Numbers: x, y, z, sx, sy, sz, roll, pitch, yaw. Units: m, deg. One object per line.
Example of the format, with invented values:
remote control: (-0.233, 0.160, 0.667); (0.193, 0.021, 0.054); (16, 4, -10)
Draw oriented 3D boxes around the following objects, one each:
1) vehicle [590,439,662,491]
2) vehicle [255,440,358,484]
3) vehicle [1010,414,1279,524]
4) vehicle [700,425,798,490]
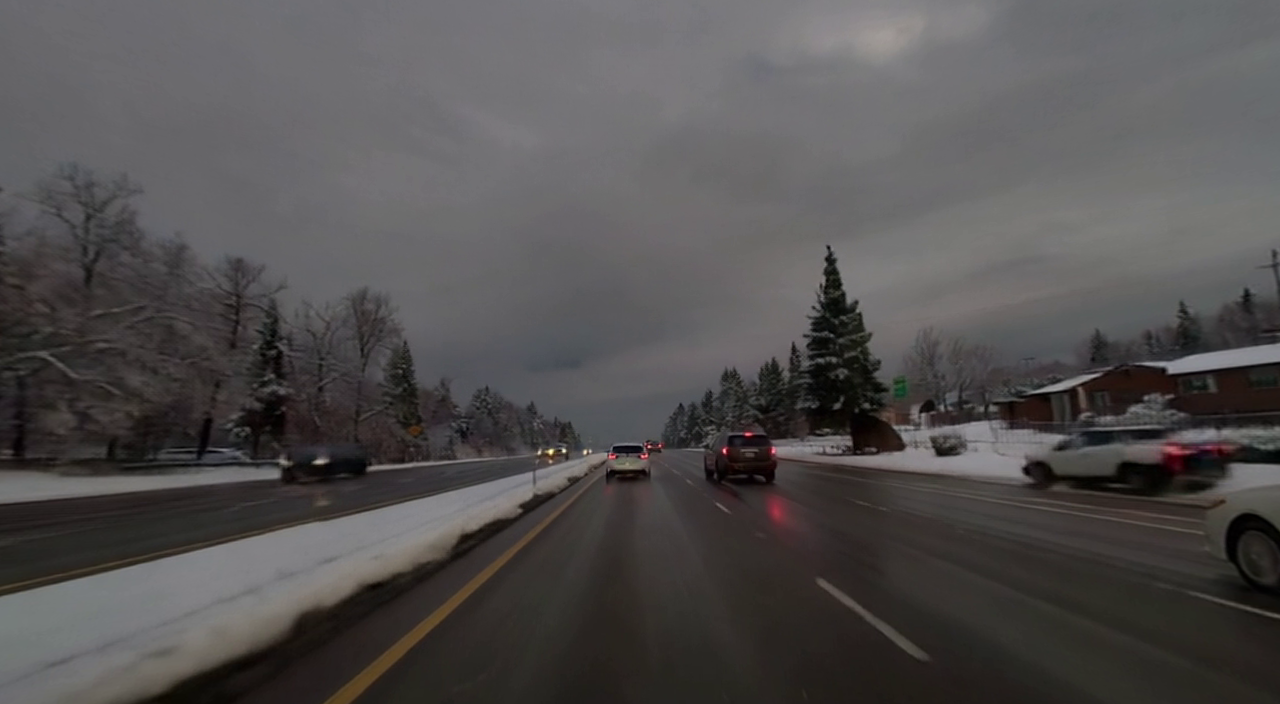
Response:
vehicle: (-0.396, 3.453, 19.707); (2.040, 1.451, 3.736); (0, -8, 0)
vehicle: (-14.194, 4.673, 27.230); (1.971, 1.718, 4.408); (0, -8, 1)
vehicle: (11.355, 2.491, 14.103); (2.533, 1.900, 6.143); (0, -8, 1)
vehicle: (3.333, 3.351, 20.339); (2.186, 1.842, 4.553); (0, -8, -2)
